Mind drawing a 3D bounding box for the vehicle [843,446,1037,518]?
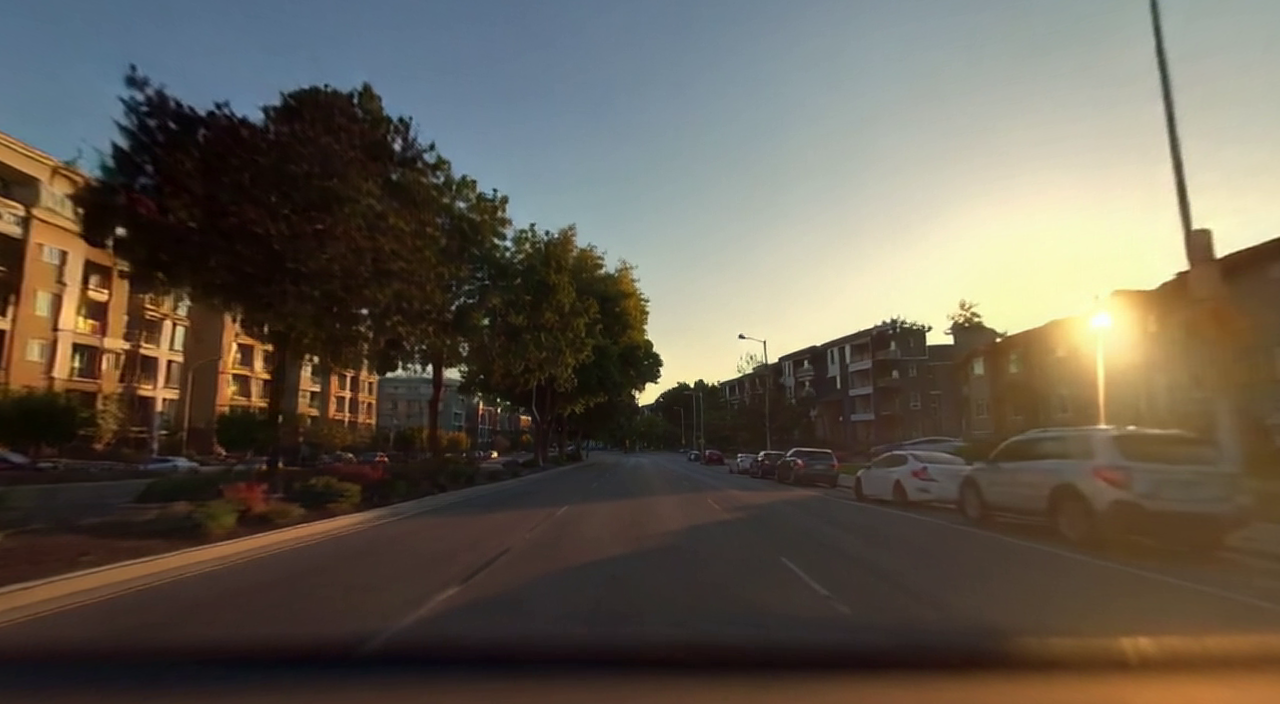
[{"bbox_3d":[7.035,3.068,15.490,2.145,1.470,4.693,1,-9,-5],"label":"vehicle"}]

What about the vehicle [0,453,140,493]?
[{"bbox_3d":[-25.298,5.326,28.082,1.909,1.579,4.744,-1,-9,3],"label":"vehicle"}]

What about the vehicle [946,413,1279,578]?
[{"bbox_3d":[7.084,2.016,9.723,2.241,1.877,4.810,0,-9,0],"label":"vehicle"}]

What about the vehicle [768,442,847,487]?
[{"bbox_3d":[6.801,4.607,26.087,2.078,1.699,4.292,0,-9,-1],"label":"vehicle"}]

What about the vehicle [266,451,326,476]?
[{"bbox_3d":[-25.557,8.270,46.916,1.945,1.694,4.329,0,-9,0],"label":"vehicle"}]

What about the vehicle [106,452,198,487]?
[{"bbox_3d":[-25.828,6.201,33.509,1.730,1.734,4.001,0,-9,-1],"label":"vehicle"}]

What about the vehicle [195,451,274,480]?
[{"bbox_3d":[-25.766,7.206,40.179,1.996,1.650,4.382,0,-9,2],"label":"vehicle"}]
